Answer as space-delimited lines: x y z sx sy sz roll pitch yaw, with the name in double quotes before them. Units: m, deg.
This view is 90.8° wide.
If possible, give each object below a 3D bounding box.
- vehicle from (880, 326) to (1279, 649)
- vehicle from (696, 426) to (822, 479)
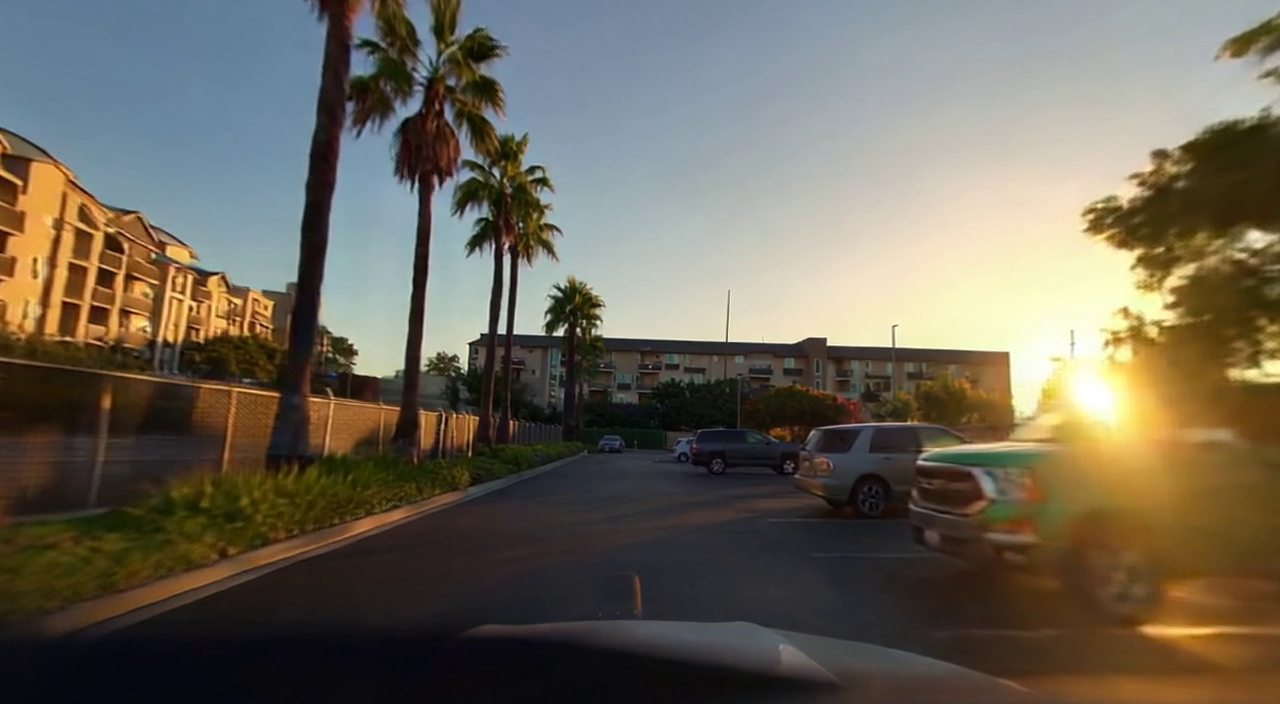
"vehicle" 5.228 1.095 5.235 5.639 2.033 2.172 3 -7 3
"vehicle" 4.683 4.005 25.249 4.609 1.734 1.909 3 -8 0
